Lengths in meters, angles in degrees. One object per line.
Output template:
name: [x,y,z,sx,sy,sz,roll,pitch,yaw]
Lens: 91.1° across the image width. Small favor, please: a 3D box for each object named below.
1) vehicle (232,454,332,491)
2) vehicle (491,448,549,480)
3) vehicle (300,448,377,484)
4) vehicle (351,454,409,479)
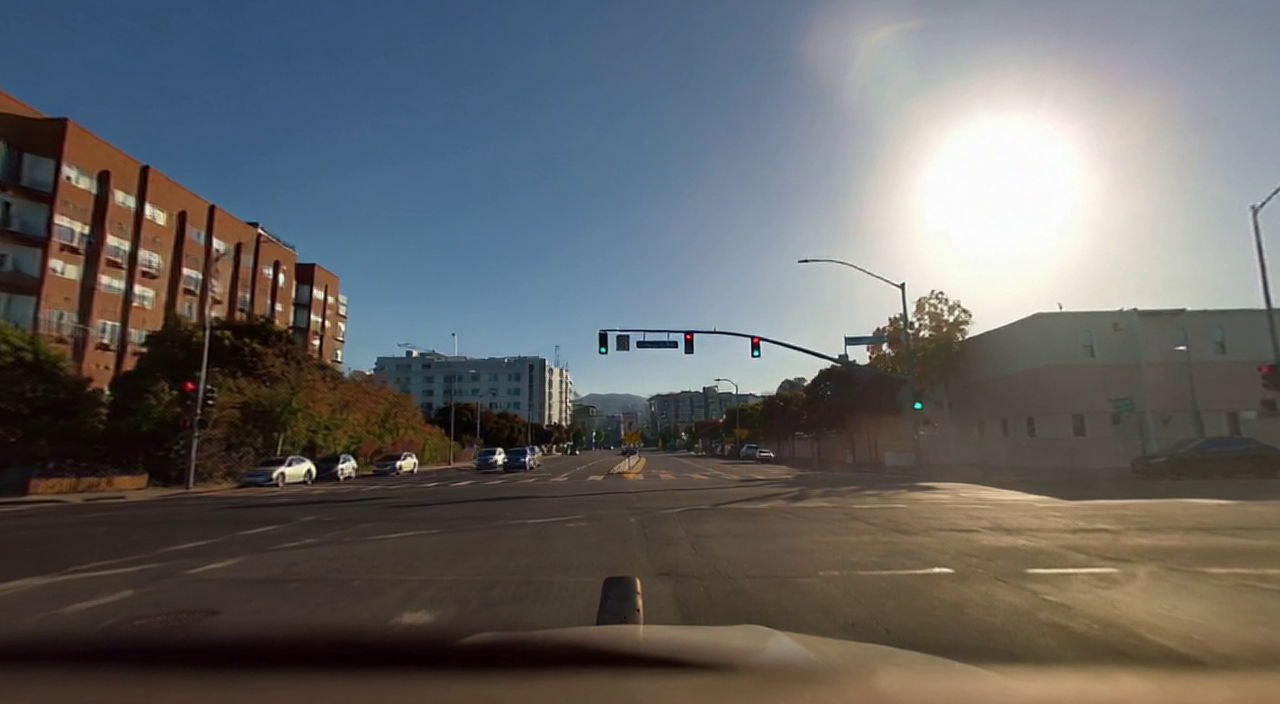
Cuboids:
vehicle: [-16.631,5.599,29.497,2.055,1.506,4.663,0,-9,-2]
vehicle: [-6.034,5.684,32.188,2.154,1.501,4.416,0,-8,-1]
vehicle: [-16.850,6.358,35.377,1.960,1.819,5.018,0,-9,-2]
vehicle: [-16.893,7.418,40.997,1.804,1.486,4.625,0,-8,0]
